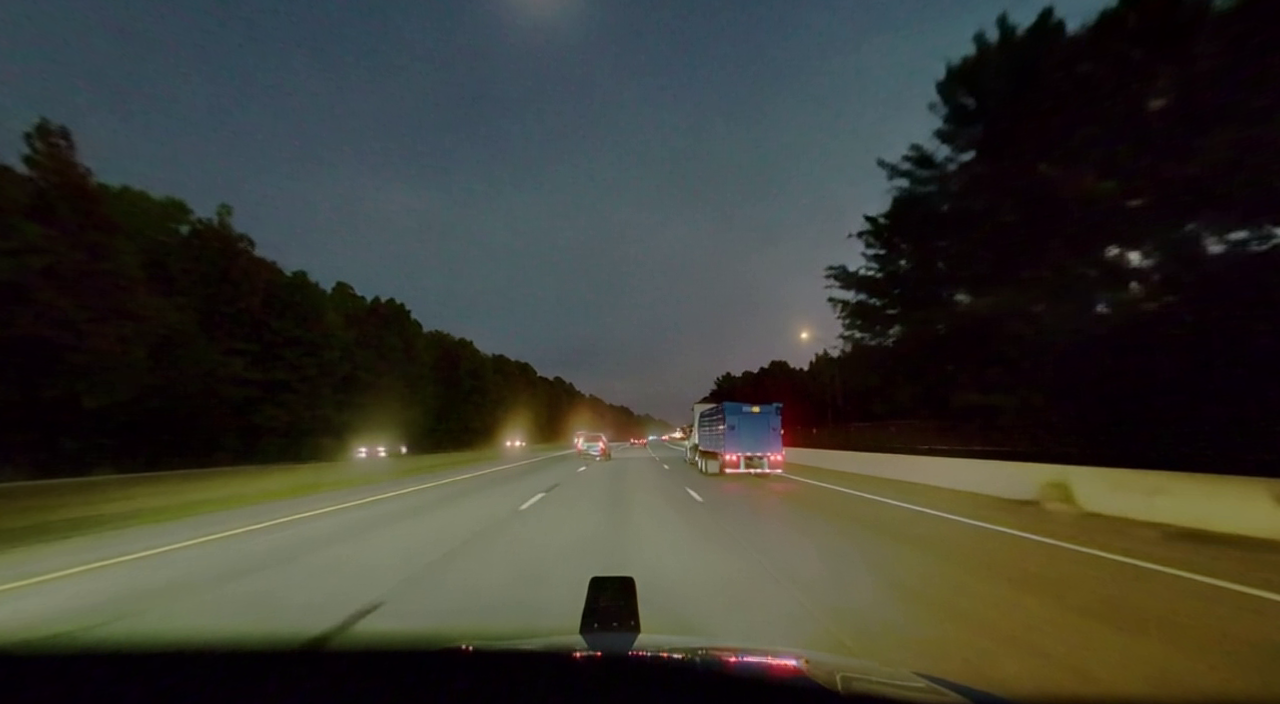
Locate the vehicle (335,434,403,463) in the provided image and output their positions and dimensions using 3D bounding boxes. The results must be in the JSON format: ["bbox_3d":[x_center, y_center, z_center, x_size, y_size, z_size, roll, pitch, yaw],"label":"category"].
[{"bbox_3d":[-15.150,5.372,35.457,1.932,1.526,4.225,0,-8,0],"label":"vehicle"}]

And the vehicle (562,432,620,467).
[{"bbox_3d":[-2.220,4.562,29.763,2.195,1.529,4.572,0,-8,2],"label":"vehicle"}]

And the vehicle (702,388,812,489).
[{"bbox_3d":[3.191,2.481,18.165,2.256,2.568,4.049,0,-8,-1],"label":"vehicle"}]
